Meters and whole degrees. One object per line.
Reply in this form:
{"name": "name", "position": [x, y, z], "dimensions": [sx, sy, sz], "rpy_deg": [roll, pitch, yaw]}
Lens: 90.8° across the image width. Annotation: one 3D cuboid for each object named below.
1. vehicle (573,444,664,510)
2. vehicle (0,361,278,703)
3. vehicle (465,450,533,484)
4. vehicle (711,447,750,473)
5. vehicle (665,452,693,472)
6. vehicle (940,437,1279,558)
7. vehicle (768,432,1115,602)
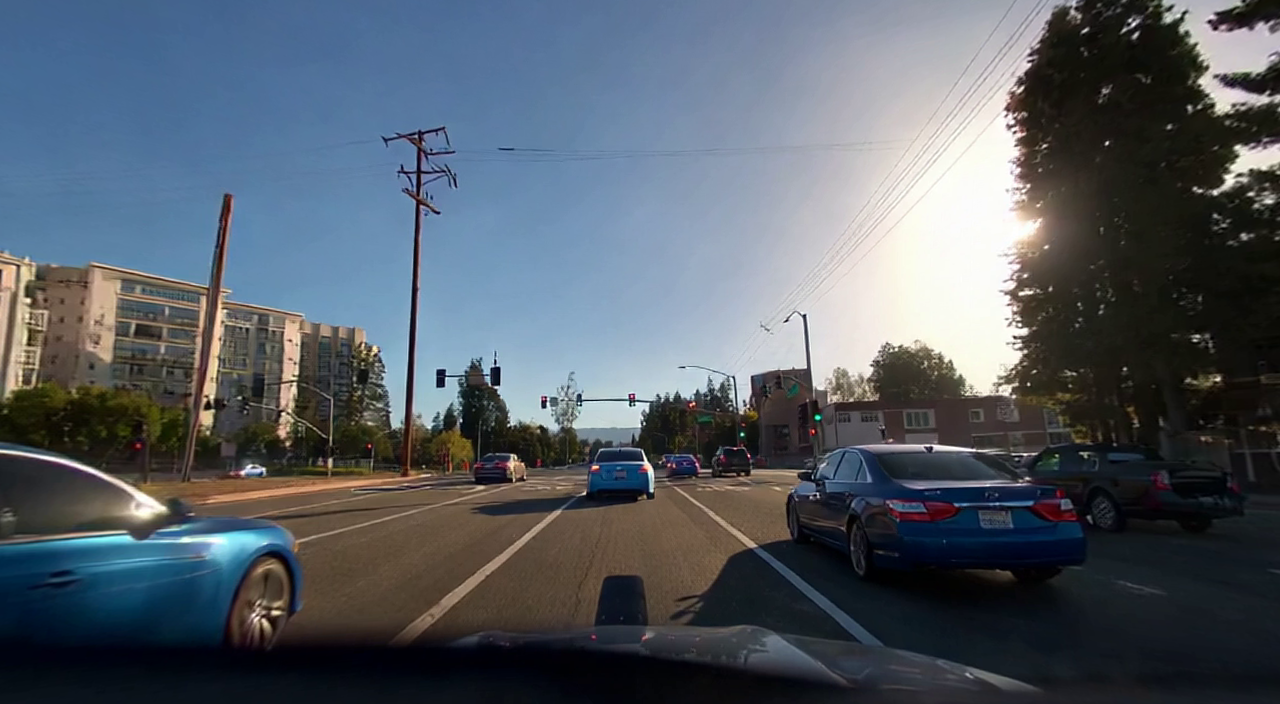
{"name": "vehicle", "position": [-0.510, 3.148, 16.451], "dimensions": [2.065, 1.464, 4.216], "rpy_deg": [0, -8, -1]}
{"name": "vehicle", "position": [-3.325, 0.764, 1.698], "dimensions": [2.073, 1.606, 4.364], "rpy_deg": [0, -8, 0]}
{"name": "vehicle", "position": [-6.784, 5.573, 31.018], "dimensions": [2.032, 1.448, 5.500], "rpy_deg": [0, -8, 0]}
{"name": "vehicle", "position": [6.796, 8.138, 47.938], "dimensions": [2.113, 1.789, 4.622], "rpy_deg": [0, -8, -2]}
{"name": "vehicle", "position": [3.028, 8.704, 49.970], "dimensions": [1.850, 1.438, 4.166], "rpy_deg": [0, -8, -1]}
{"name": "vehicle", "position": [6.899, 2.118, 10.031], "dimensions": [2.004, 1.455, 4.417], "rpy_deg": [0, -8, -1]}
{"name": "vehicle", "position": [3.171, 1.811, 7.955], "dimensions": [2.053, 1.490, 4.464], "rpy_deg": [0, -8, -2]}
